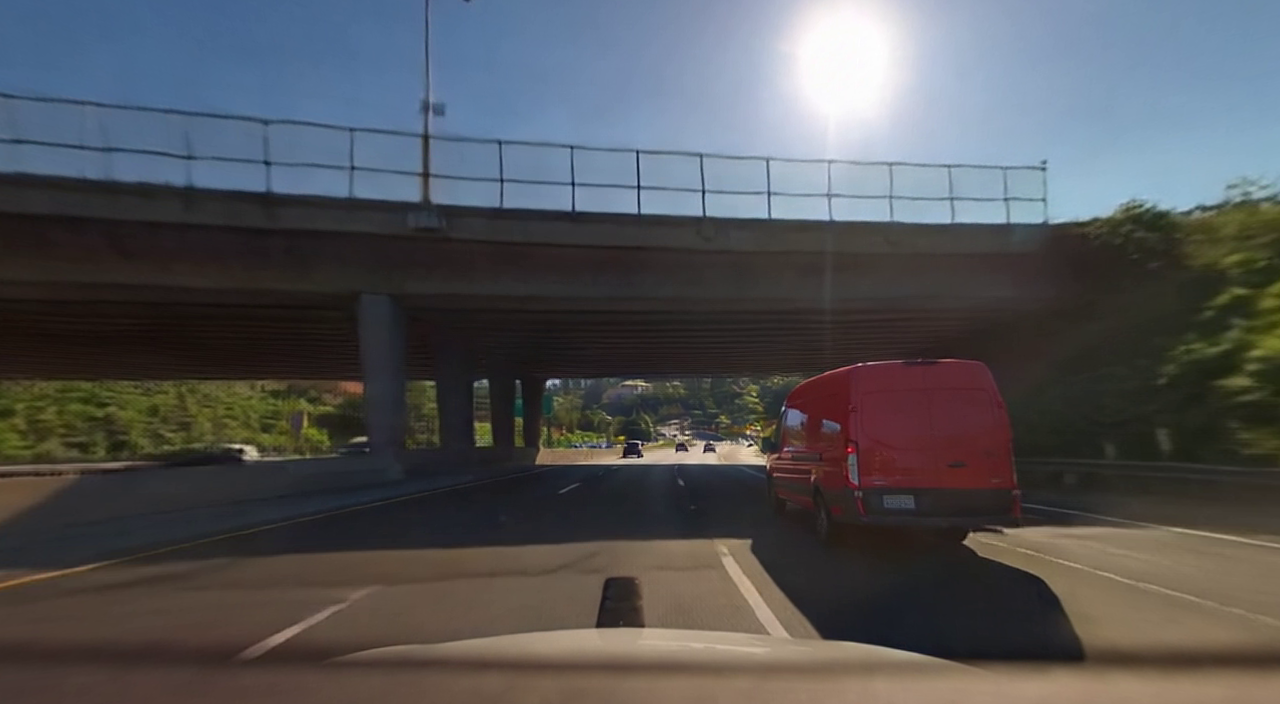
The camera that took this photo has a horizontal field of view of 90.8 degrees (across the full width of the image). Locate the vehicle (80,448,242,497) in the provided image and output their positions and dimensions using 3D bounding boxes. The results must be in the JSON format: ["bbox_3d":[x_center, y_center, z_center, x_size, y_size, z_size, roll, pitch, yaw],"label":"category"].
[{"bbox_3d":[-16.960,4.256,22.777,1.978,1.510,4.771,0,-8,2],"label":"vehicle"}]
